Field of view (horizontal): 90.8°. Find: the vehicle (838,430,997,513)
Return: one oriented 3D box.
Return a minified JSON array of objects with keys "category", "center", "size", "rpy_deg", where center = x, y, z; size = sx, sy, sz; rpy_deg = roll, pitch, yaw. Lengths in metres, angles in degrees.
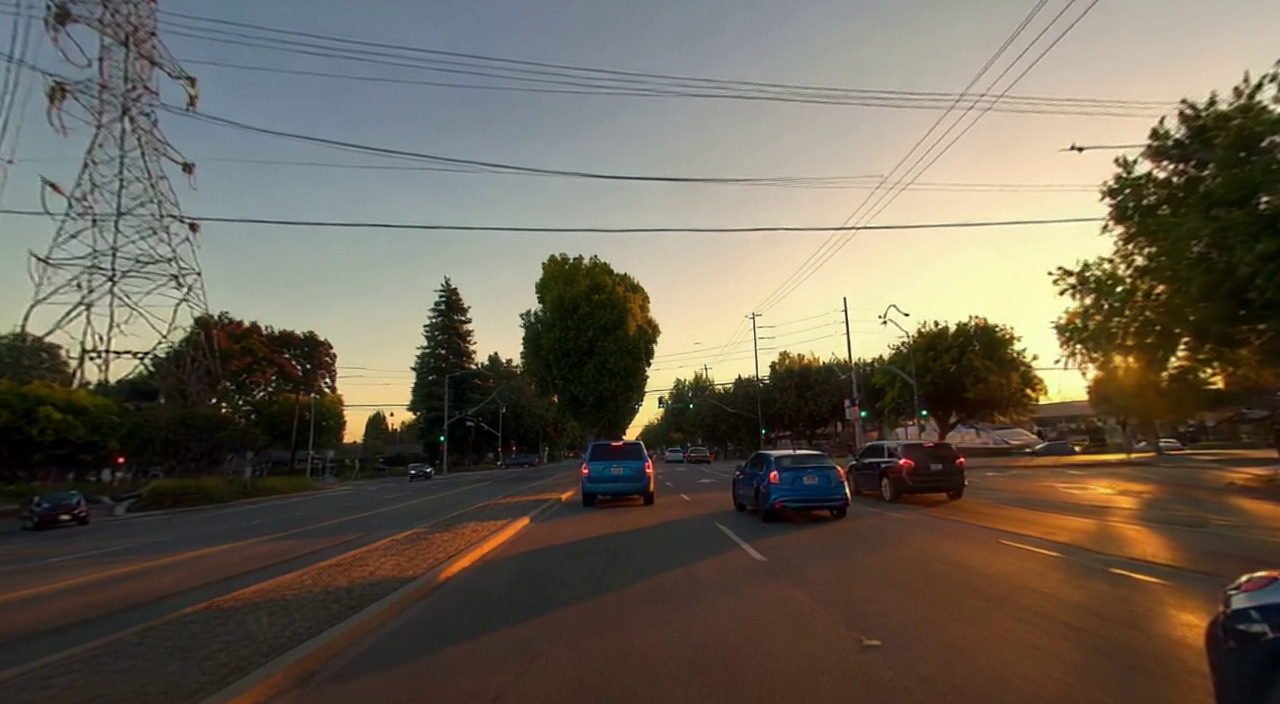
[{"category":"vehicle","center":[6.693,2.917,15.889],"size":[1.929,1.753,4.396],"rpy_deg":[0,-9,-1]}]

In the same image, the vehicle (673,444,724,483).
[{"category":"vehicle","center":[2.776,5.403,30.844],"size":[1.915,1.765,4.047],"rpy_deg":[0,-9,-2]}]

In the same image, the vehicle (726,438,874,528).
[{"category":"vehicle","center":[3.169,2.677,13.548],"size":[1.880,1.579,4.401],"rpy_deg":[0,-9,-2]}]

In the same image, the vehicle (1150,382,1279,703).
[{"category":"vehicle","center":[3.248,0.620,0.573],"size":[1.889,1.517,4.308],"rpy_deg":[0,-9,-1]}]

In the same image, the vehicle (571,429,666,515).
[{"category":"vehicle","center":[-0.580,3.160,17.093],"size":[2.231,1.998,4.254],"rpy_deg":[0,-9,-2]}]

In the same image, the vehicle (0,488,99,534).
[{"category":"vehicle","center":[-26.926,7.197,28.582],"size":[4.526,1.715,1.989],"rpy_deg":[-10,-13,26]}]
